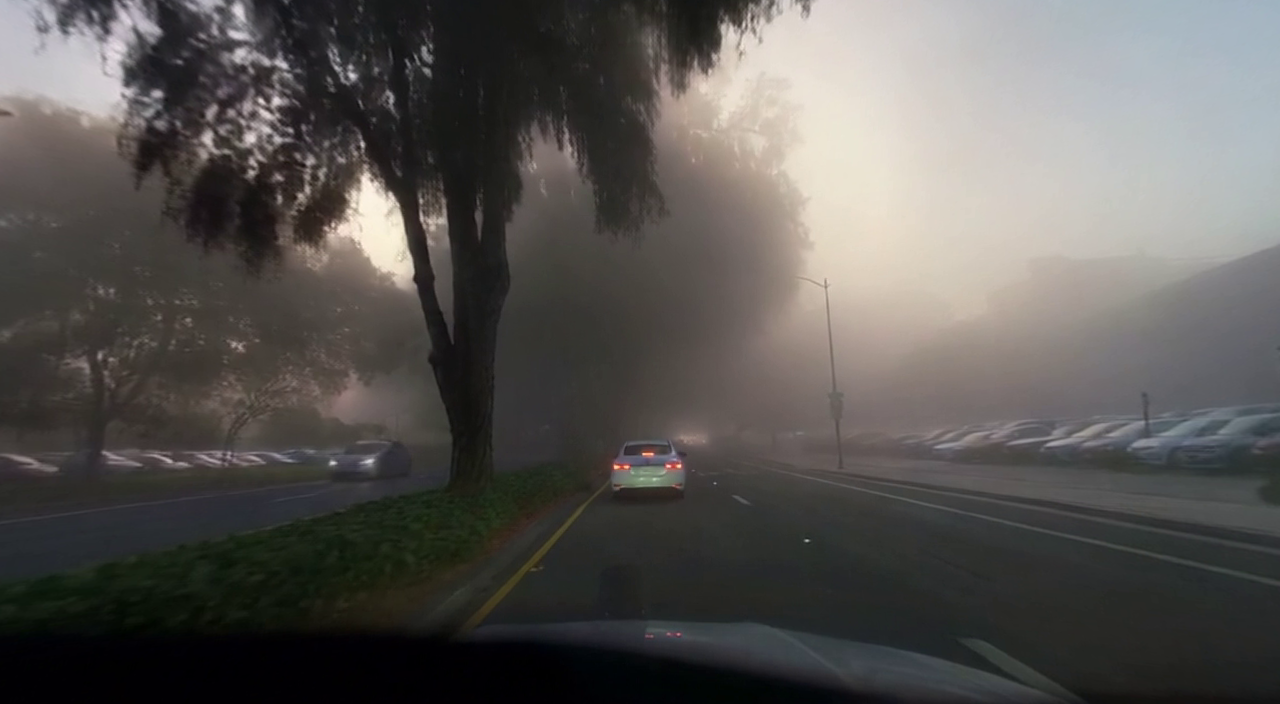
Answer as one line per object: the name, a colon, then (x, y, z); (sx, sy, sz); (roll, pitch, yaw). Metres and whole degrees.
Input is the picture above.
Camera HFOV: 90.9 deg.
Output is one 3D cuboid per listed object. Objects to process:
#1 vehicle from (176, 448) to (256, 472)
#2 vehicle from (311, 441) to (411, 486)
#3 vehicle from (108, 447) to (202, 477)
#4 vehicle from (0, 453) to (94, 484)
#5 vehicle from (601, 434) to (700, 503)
vehicle: (-29.987, 7.627, 44.650); (4.342, 1.621, 1.967); (-1, -8, 5)
vehicle: (-11.705, 4.682, 26.903); (2.066, 1.753, 4.559); (0, -8, 2)
vehicle: (-30.235, 6.844, 39.400); (4.266, 1.600, 1.877); (-3, -8, -2)
vehicle: (-30.558, 5.854, 31.749); (4.356, 1.444, 1.819); (0, -8, -1)
vehicle: (0.172, 2.753, 15.334); (2.093, 1.442, 3.977); (0, -8, -1)
